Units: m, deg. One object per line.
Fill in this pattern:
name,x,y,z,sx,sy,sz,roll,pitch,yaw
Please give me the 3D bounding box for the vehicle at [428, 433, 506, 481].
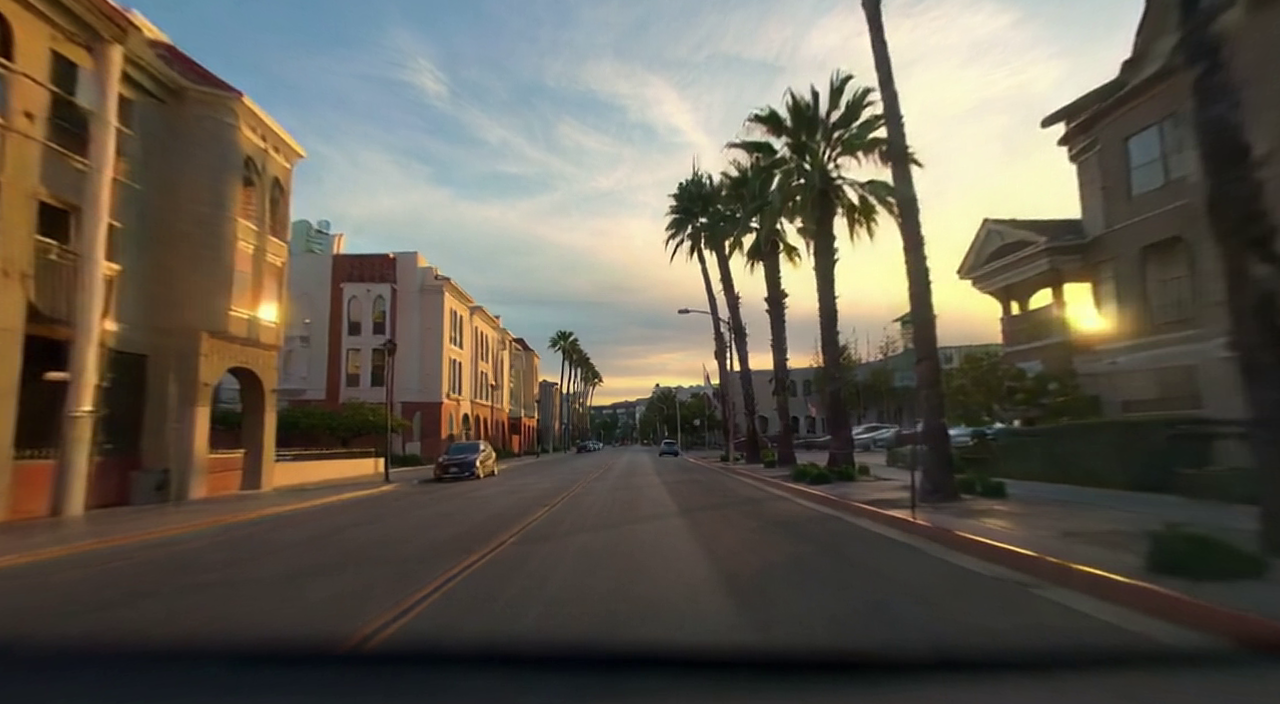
vehicle,-6.807,4.161,25.327,1.946,1.640,4.430,-2,-8,-1
